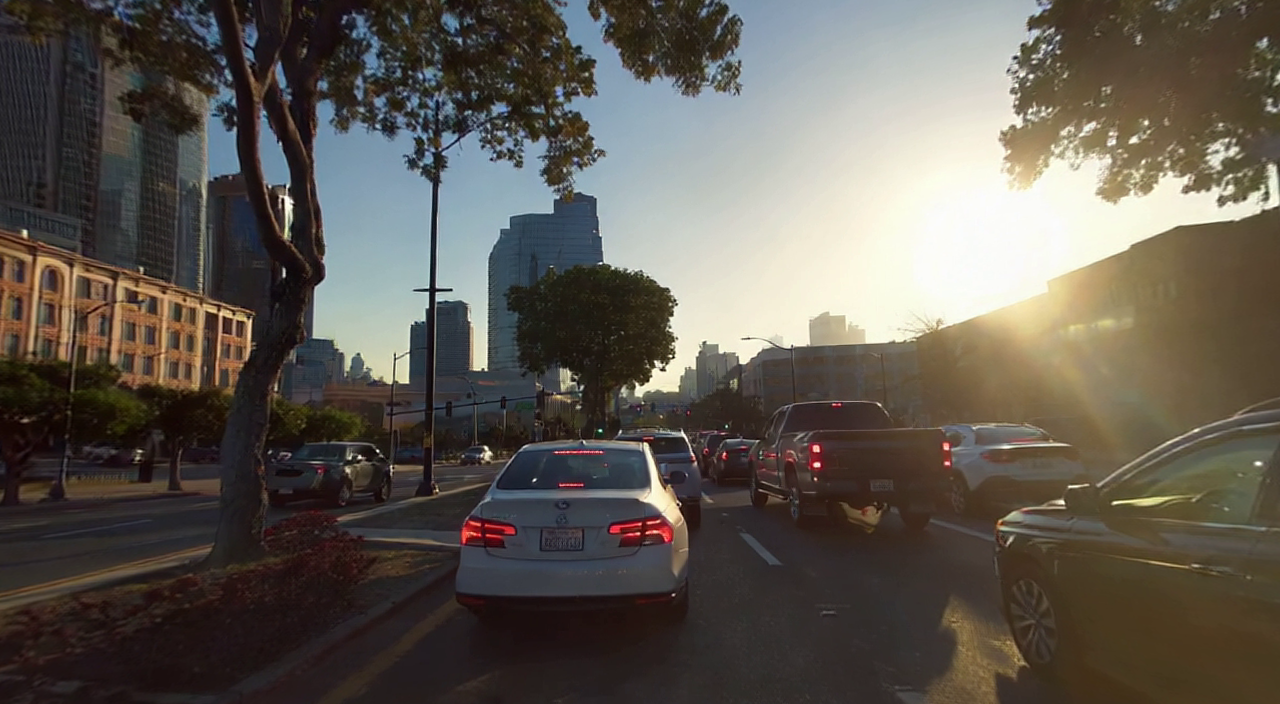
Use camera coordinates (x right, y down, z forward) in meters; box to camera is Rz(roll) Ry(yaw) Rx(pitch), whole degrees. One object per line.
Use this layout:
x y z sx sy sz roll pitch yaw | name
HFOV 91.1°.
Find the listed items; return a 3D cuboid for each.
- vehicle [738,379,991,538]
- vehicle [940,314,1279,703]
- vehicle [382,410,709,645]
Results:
3.550 1.896 11.666 2.497 2.186 5.890 0 -8 0 | vehicle
3.166 0.747 2.119 2.024 1.723 4.714 0 -8 1 | vehicle
-0.568 1.481 6.360 2.172 1.536 4.250 0 -8 2 | vehicle
